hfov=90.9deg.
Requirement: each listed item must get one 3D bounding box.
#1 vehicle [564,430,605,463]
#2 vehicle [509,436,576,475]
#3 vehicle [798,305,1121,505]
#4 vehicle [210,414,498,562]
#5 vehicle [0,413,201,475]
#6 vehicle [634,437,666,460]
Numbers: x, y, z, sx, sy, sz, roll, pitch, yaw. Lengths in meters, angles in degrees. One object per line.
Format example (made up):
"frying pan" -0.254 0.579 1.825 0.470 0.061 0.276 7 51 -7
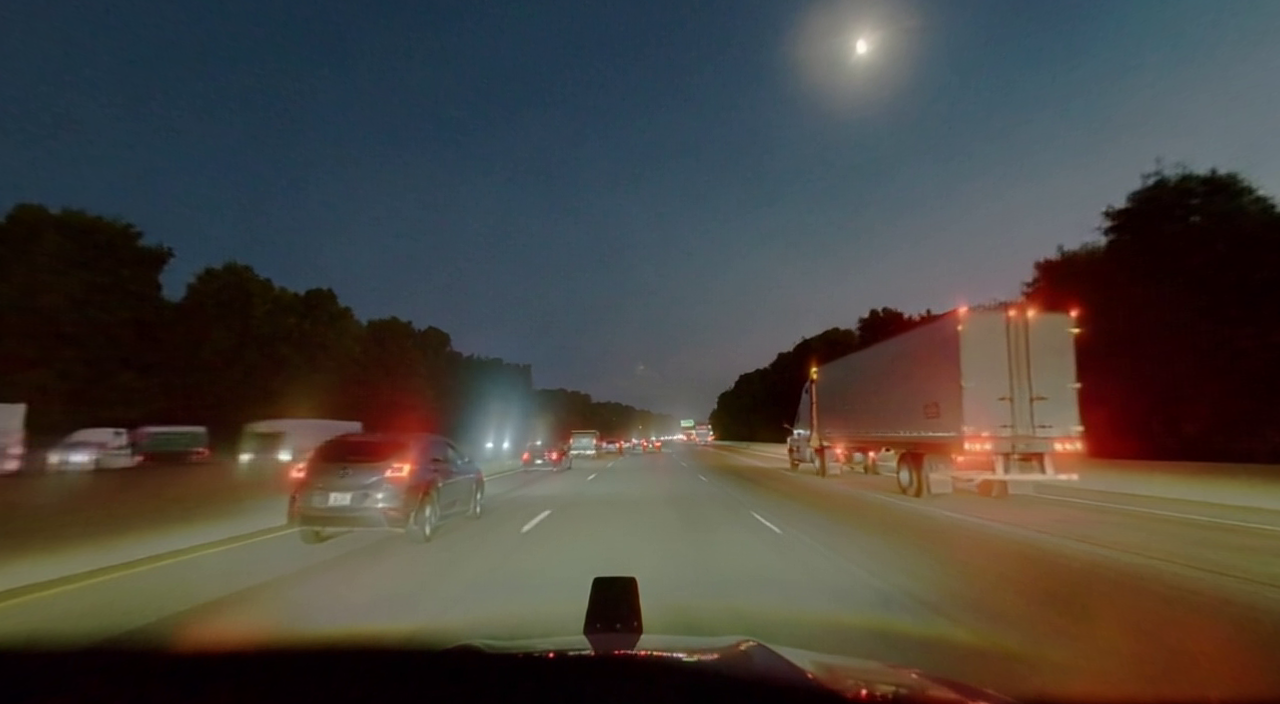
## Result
"vehicle" -3.300 5.723 38.362 2.064 1.826 4.263 0 -8 1
"vehicle" -3.897 4.185 25.881 2.013 1.460 4.027 0 -8 1
"vehicle" 8.238 1.981 19.932 2.866 4.100 14.057 0 -8 0
"vehicle" -3.645 1.790 9.132 2.137 1.618 4.209 0 -8 1
"vehicle" -27.712 4.719 32.789 2.707 2.733 9.393 0 -8 2
"vehicle" 0.643 6.456 42.431 2.004 1.465 3.842 0 -8 0
